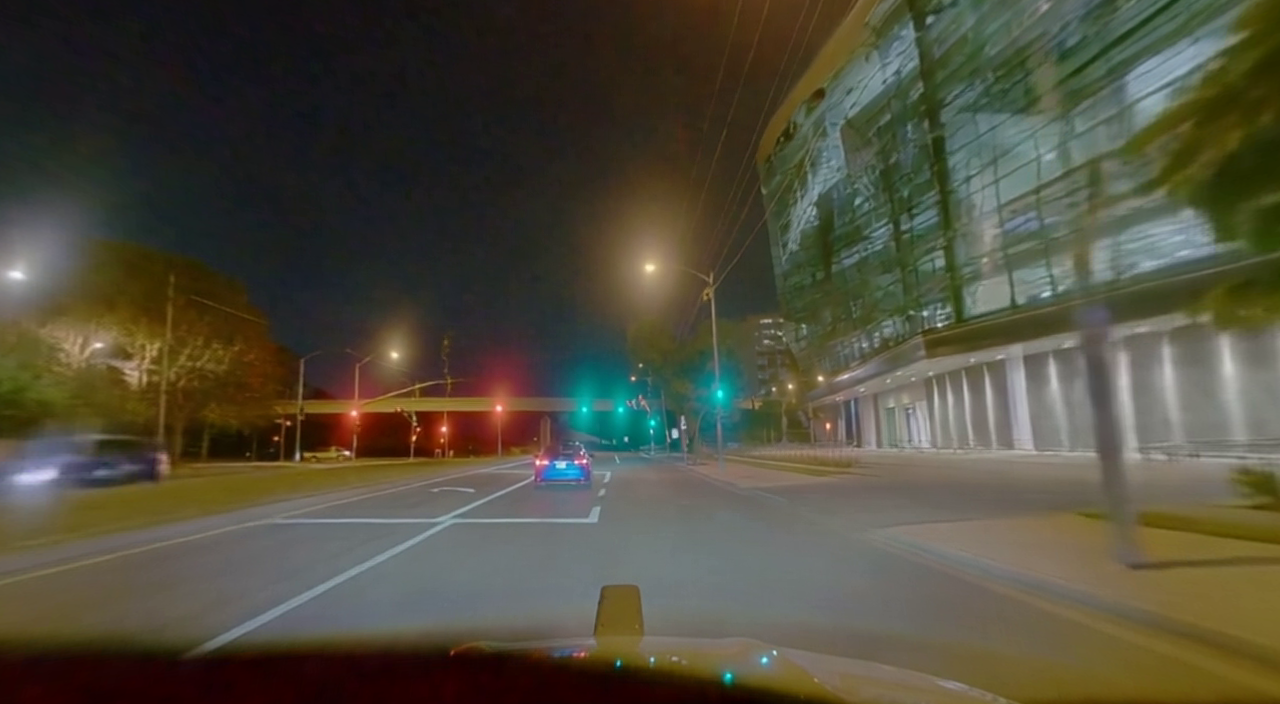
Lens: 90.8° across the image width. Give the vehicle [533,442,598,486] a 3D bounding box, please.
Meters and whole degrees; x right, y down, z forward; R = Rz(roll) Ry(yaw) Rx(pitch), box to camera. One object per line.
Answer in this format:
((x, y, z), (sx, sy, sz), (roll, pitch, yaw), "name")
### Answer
((-2.670, 4.152, 23.744), (2.154, 1.465, 4.532), (0, -9, -3), "vehicle")
